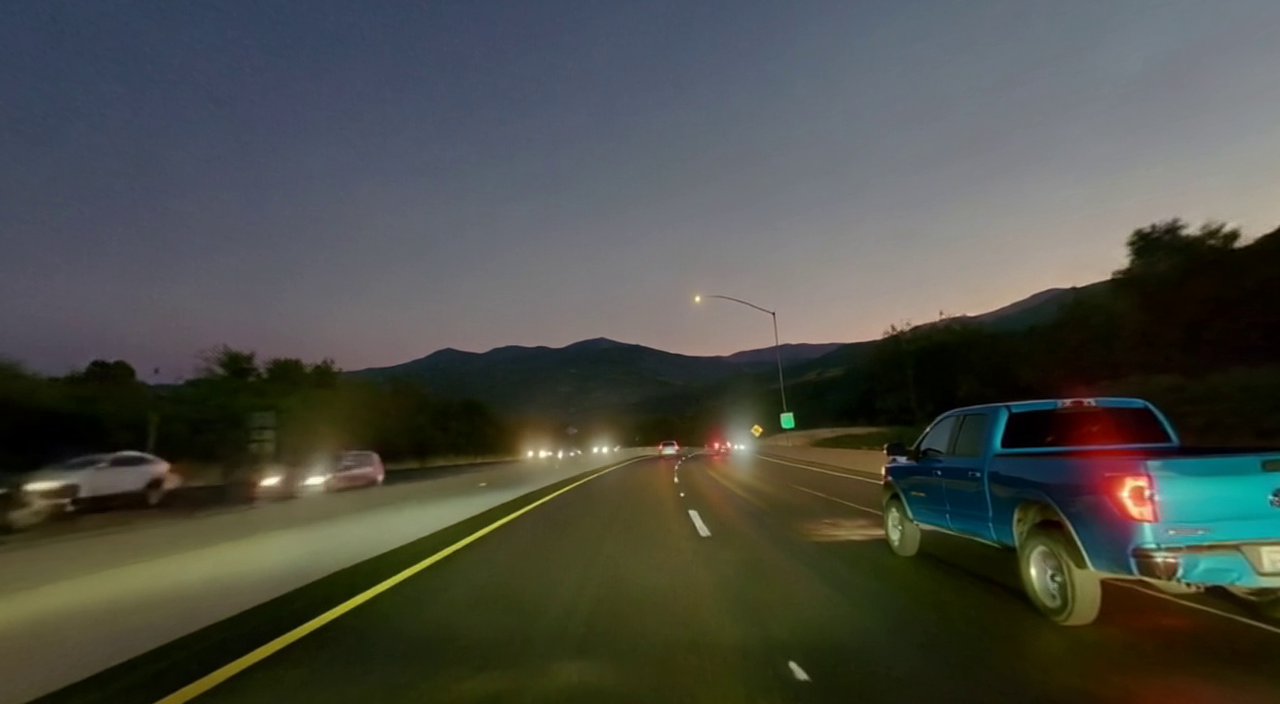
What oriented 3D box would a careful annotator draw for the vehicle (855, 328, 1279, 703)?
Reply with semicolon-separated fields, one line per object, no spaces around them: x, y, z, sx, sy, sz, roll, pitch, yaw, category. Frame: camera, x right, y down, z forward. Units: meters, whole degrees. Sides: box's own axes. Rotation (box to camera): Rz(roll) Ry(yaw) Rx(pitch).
3.564;1.113;4.747;2.151;1.744;4.709;0;-8;-1;vehicle

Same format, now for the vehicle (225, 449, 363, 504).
-11.428;4.107;21.309;1.954;1.605;4.462;-1;-9;3;vehicle

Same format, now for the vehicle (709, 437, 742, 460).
6.471;7.388;48.374;2.249;1.635;4.118;-1;-9;4;vehicle
